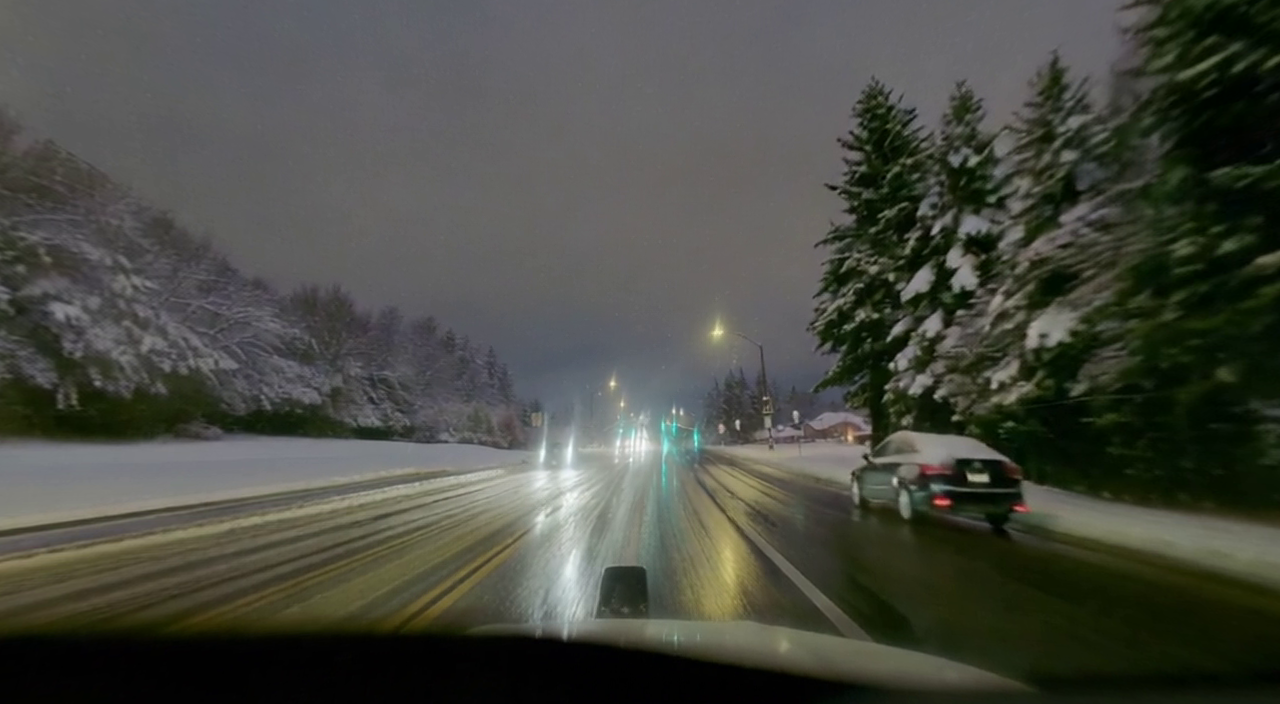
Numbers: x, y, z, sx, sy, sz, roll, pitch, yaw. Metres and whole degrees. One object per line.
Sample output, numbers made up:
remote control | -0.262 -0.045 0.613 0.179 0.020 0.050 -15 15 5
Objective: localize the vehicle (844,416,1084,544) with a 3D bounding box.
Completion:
vehicle | 5.300 2.162 11.184 2.068 1.688 4.442 3 -9 2

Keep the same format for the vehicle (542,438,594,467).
vehicle | -3.982 5.629 35.585 2.192 1.533 4.341 -1 -8 3
